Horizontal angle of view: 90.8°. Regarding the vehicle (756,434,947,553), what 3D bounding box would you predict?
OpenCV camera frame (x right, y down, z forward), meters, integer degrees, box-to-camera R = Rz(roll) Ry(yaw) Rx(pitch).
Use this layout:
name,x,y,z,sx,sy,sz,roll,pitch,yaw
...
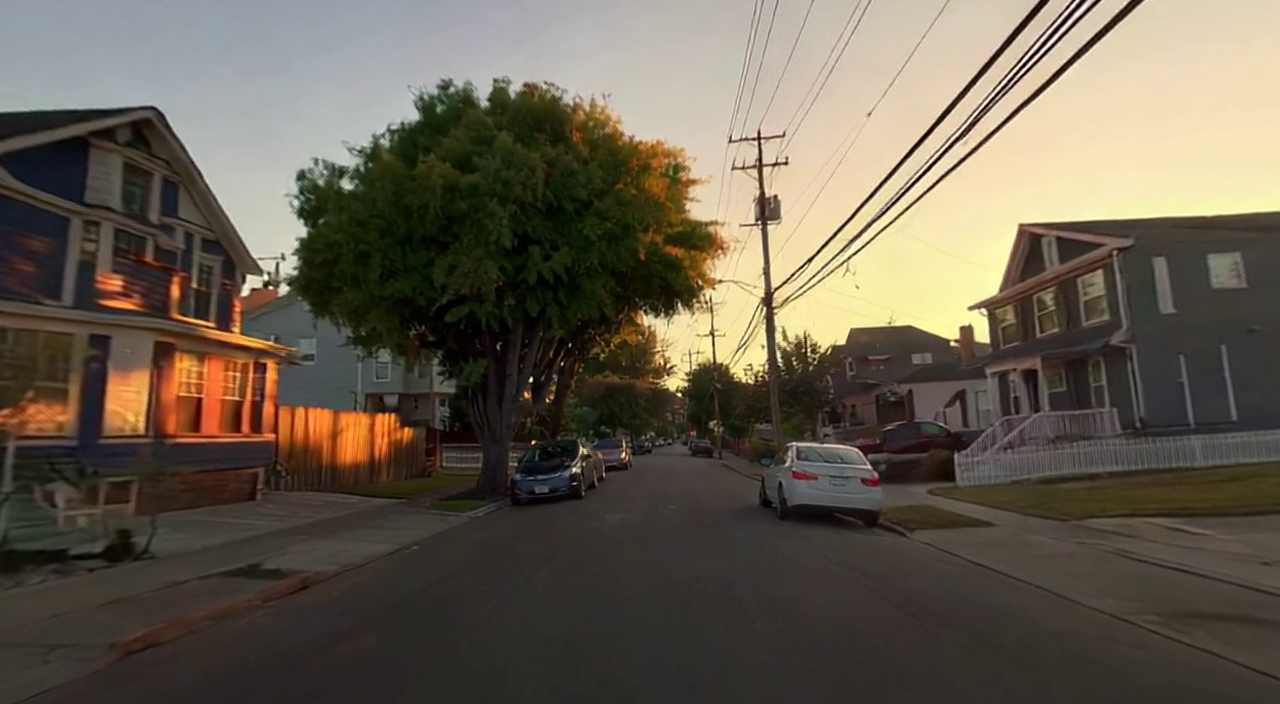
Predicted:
name,x,y,z,sx,sy,sz,roll,pitch,yaw
vehicle,3.467,2.333,11.448,2.043,1.631,4.613,0,-7,2

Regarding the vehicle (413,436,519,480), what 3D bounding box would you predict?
name,x,y,z,sx,sy,sz,roll,pitch,yaw
vehicle,-7.776,4.738,28.501,4.088,1.779,2.109,0,-7,5

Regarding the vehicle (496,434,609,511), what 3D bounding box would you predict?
name,x,y,z,sx,sy,sz,roll,pitch,yaw
vehicle,-2.366,3.394,18.528,2.204,1.655,4.813,-8,-8,3

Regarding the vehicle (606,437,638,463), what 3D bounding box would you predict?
name,x,y,z,sx,sy,sz,roll,pitch,yaw
vehicle,-1.312,7.466,48.412,2.082,1.759,4.541,-2,-7,3

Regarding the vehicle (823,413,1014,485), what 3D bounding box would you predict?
name,x,y,z,sx,sy,sz,roll,pitch,yaw
vehicle,9.073,3.196,21.015,5.274,2.170,2.205,1,-8,1
